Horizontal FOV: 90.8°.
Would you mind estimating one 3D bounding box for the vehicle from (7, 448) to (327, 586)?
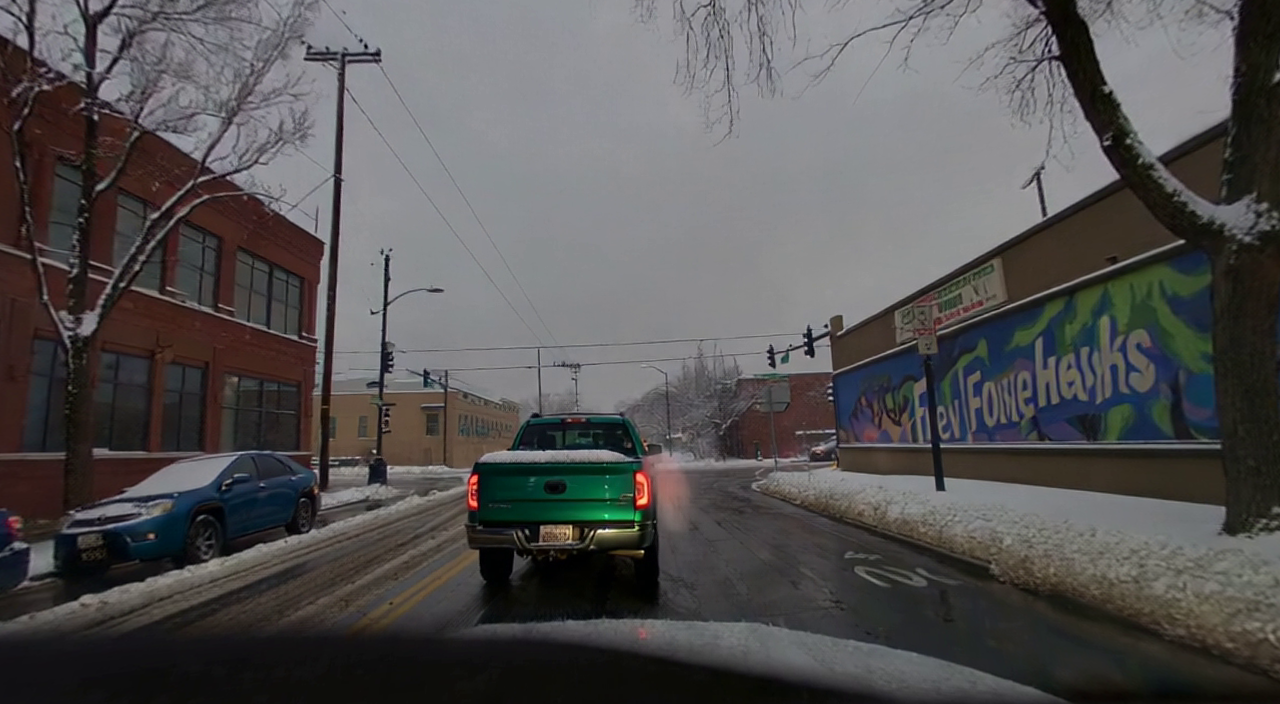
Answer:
[{"bbox_3d":[-7.169,2.453,10.374,1.882,1.686,4.489,0,-8,-2],"label":"vehicle"}]

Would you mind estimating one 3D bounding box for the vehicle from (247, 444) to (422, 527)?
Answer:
[{"bbox_3d":[-7.394,3.230,16.058,1.884,1.730,5.076,0,-8,0],"label":"vehicle"}]

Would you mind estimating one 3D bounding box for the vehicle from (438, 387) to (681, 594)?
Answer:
[{"bbox_3d":[-0.713,1.606,8.157,2.215,1.882,4.611,0,-8,1],"label":"vehicle"}]
